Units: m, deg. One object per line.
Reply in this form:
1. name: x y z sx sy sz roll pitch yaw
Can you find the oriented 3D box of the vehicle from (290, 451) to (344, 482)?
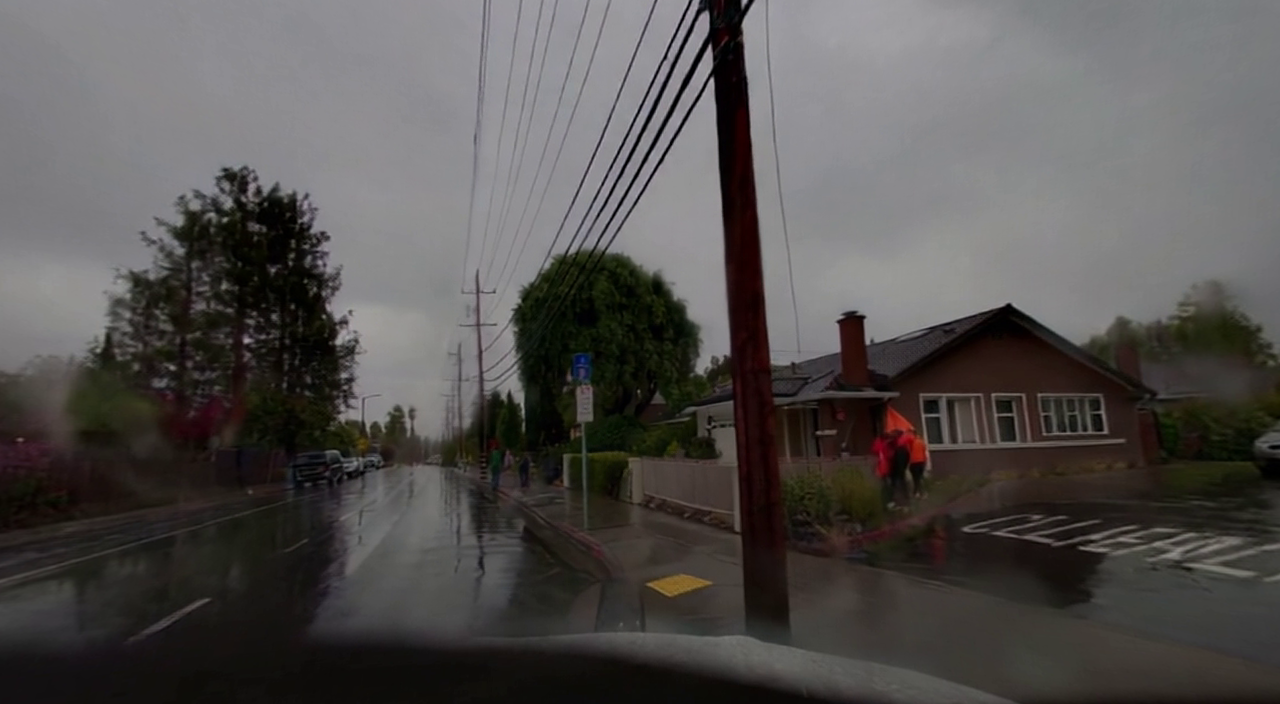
1. vehicle: -20.628 7.306 40.548 2.203 1.787 4.704 2 -9 -17
